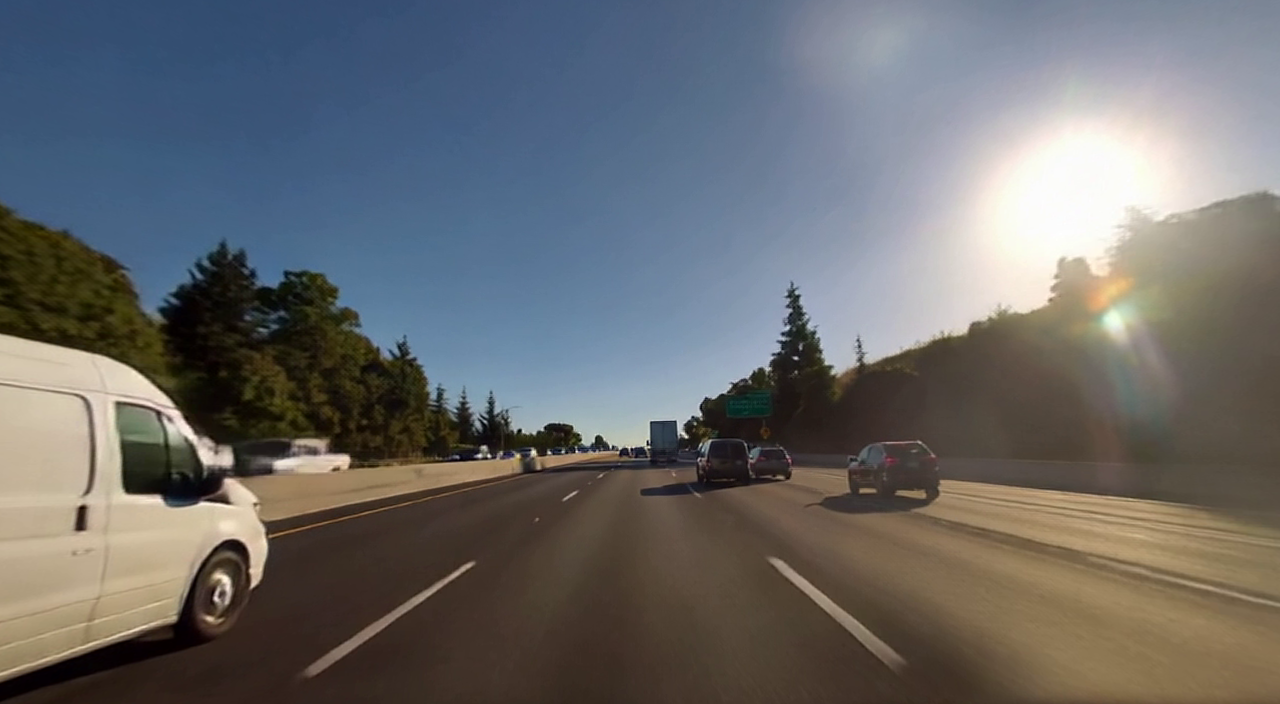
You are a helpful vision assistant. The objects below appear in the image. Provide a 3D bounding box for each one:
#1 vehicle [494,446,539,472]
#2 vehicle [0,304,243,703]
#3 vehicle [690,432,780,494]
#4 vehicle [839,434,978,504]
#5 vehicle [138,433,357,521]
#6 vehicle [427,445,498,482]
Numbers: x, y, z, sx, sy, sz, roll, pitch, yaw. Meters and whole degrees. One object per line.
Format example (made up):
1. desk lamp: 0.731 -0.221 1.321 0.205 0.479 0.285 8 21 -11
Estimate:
1. vehicle: -8.148 7.086 42.092 2.081 1.656 4.378 0 -8 0
2. vehicle: -3.837 0.594 1.554 2.159 1.922 5.345 0 -8 1
3. vehicle: 3.074 3.726 21.529 2.209 1.862 4.717 0 -8 -1
4. vehicle: 7.326 3.210 17.767 1.976 1.703 4.288 0 -8 -1
5. vehicle: -8.562 2.730 14.399 2.112 1.672 4.433 0 -8 0
6. vehicle: -8.247 5.190 29.744 1.959 1.584 4.421 0 -8 1
